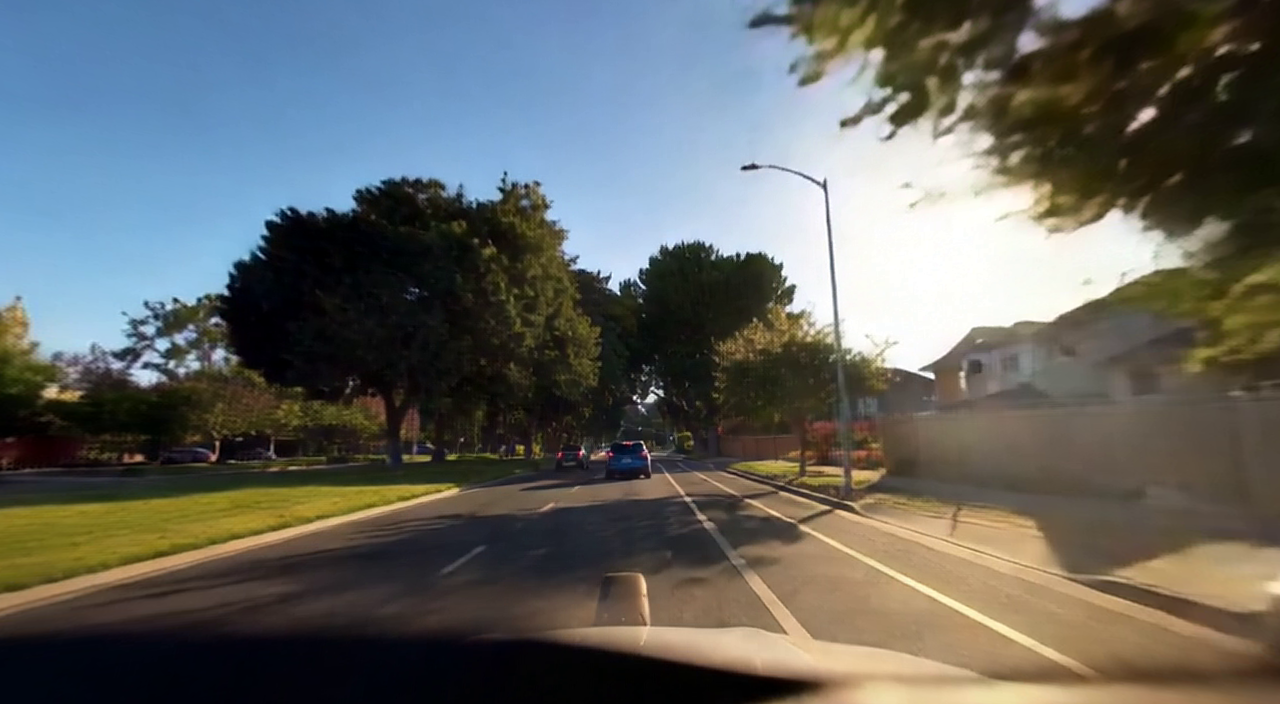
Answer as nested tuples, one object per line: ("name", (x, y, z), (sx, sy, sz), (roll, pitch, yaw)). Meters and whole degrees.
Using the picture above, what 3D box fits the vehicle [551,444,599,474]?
("vehicle", (-3.381, 5.662, 33.495), (2.032, 1.433, 4.458), (0, -9, 1))

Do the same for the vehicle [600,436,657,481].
("vehicle", (-0.441, 4.472, 26.546), (2.220, 1.742, 4.047), (0, -9, 0))

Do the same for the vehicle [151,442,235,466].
("vehicle", (-33.095, 7.585, 46.566), (4.564, 1.717, 1.977), (0, -9, -1))
